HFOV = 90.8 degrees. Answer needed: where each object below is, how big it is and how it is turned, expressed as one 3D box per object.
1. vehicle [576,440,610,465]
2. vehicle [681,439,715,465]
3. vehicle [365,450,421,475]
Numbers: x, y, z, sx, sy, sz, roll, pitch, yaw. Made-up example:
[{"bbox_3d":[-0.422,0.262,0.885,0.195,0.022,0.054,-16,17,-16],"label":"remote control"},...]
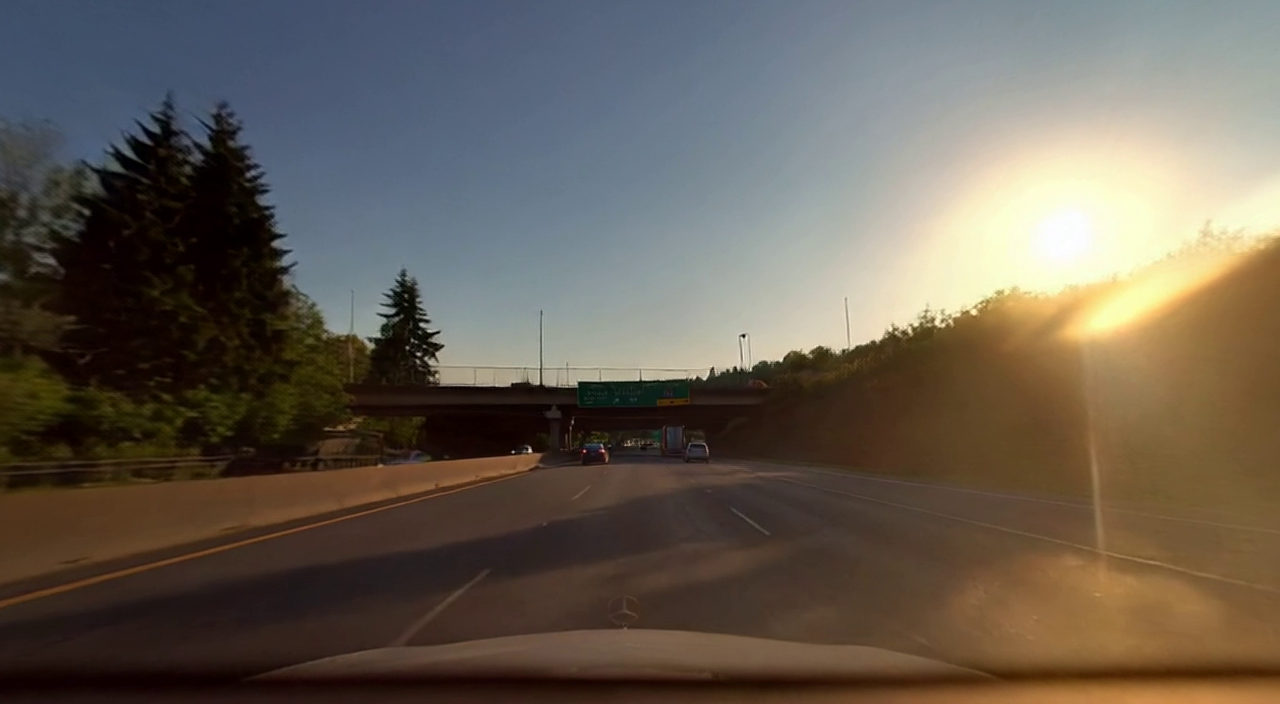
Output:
[{"bbox_3d":[-3.489,7.612,47.722,2.238,1.792,4.518,0,-9,0],"label":"vehicle"},{"bbox_3d":[4.487,7.852,49.660,2.100,1.889,4.969,0,-9,-1],"label":"vehicle"},{"bbox_3d":[-15.504,6.947,39.838,1.816,1.468,4.091,0,-9,0],"label":"vehicle"}]
